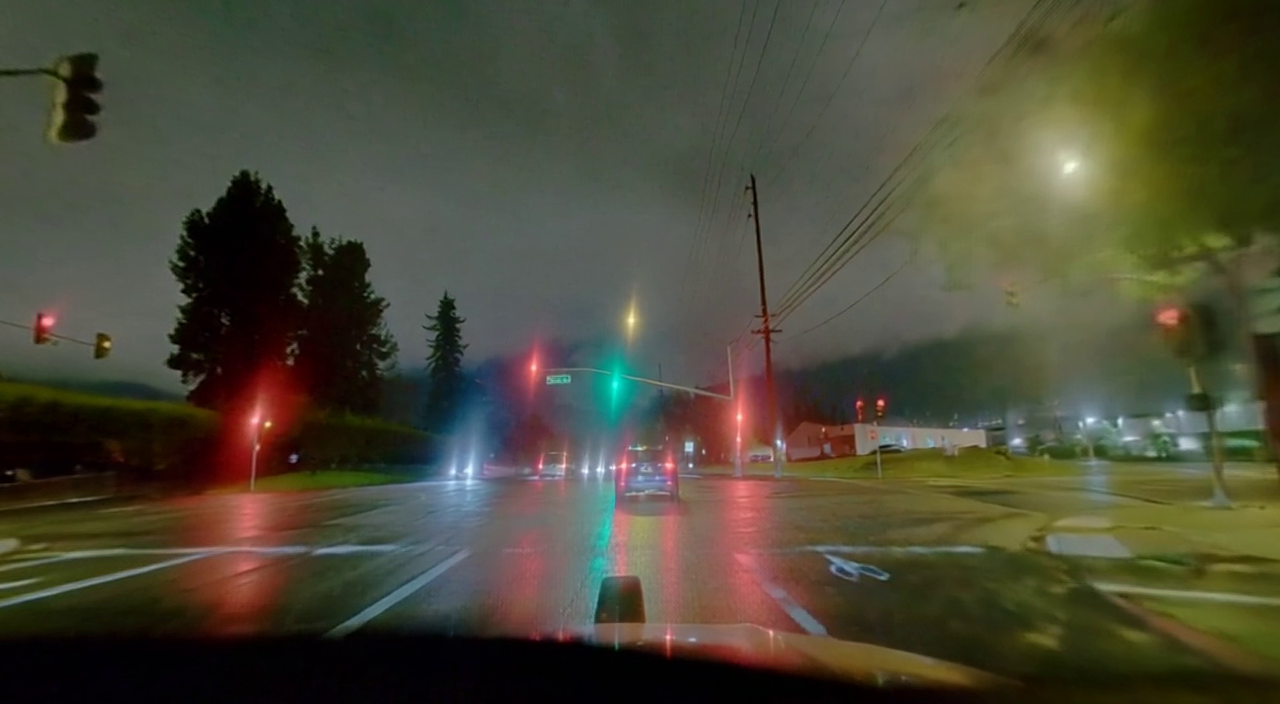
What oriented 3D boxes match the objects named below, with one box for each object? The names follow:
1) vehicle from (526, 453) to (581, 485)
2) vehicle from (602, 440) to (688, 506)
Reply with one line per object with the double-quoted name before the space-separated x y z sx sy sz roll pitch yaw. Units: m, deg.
"vehicle" -4.285 5.872 32.024 2.153 1.474 4.284 0 -9 0
"vehicle" 0.093 3.356 17.971 2.156 1.636 3.923 0 -9 -1
